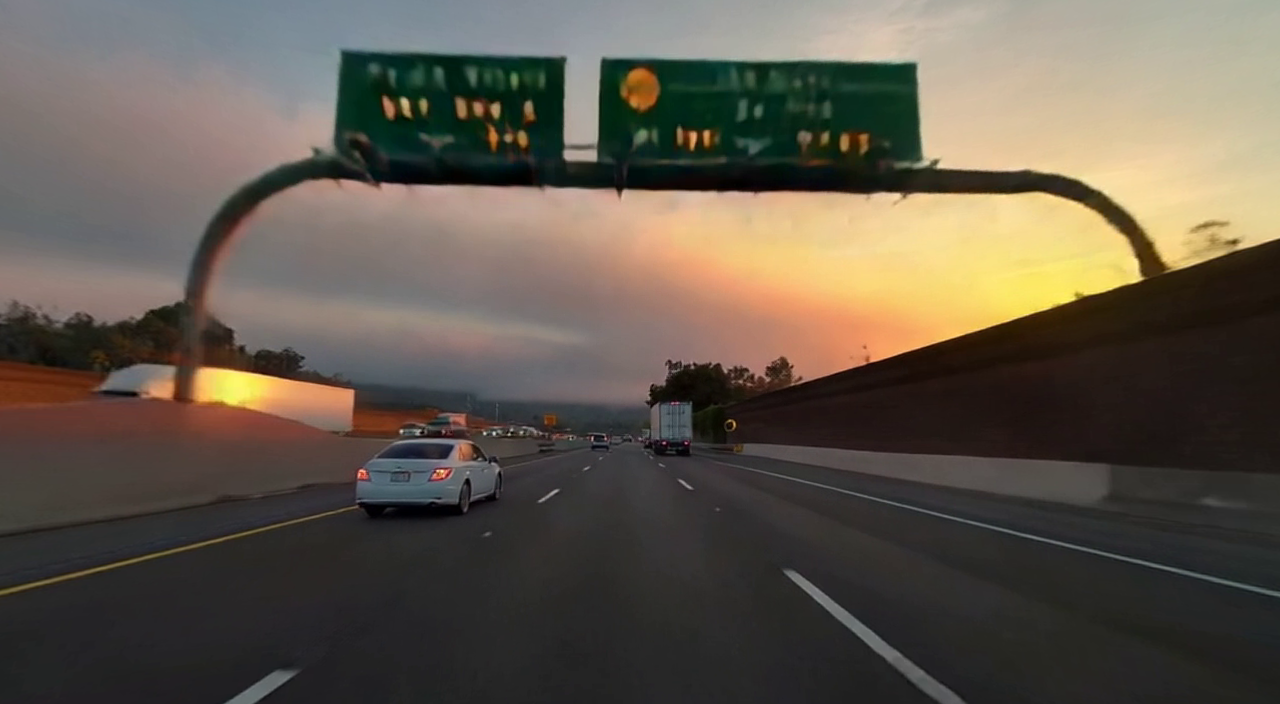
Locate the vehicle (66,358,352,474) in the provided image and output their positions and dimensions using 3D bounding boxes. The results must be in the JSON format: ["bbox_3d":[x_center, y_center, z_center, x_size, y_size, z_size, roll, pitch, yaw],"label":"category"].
[{"bbox_3d":[-20.296,3.581,32.660,2.959,4.394,17.543,0,-8,-1],"label":"vehicle"}]

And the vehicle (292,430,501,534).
[{"bbox_3d":[-3.914,2.129,11.098,1.971,1.444,4.401,0,-8,-1],"label":"vehicle"}]
